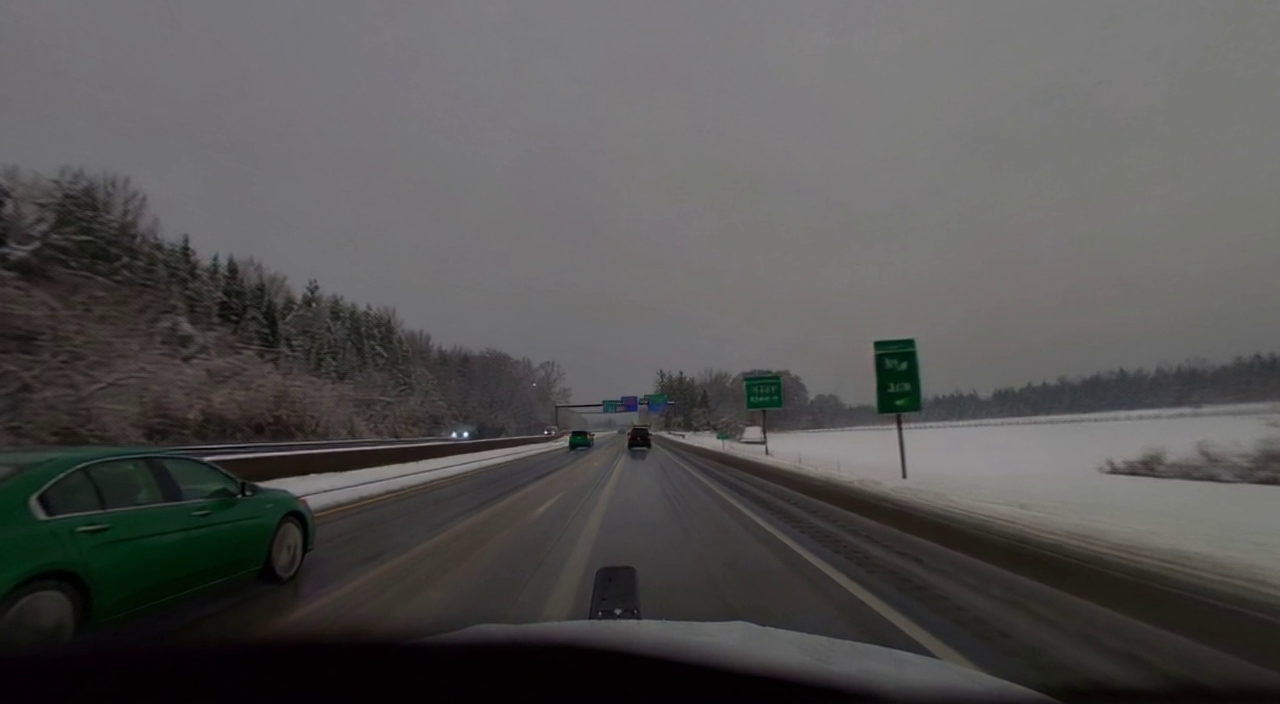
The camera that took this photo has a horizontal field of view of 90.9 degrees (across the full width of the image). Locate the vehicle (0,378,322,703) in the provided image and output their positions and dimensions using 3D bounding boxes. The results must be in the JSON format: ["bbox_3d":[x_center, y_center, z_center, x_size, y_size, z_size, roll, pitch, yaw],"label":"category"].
[{"bbox_3d":[-3.862,0.980,3.660,1.958,1.486,3.988,0,-8,0],"label":"vehicle"}]

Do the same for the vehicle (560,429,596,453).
[{"bbox_3d":[-4.291,6.190,43.987,2.055,1.610,4.116,0,-8,1],"label":"vehicle"}]

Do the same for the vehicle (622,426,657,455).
[{"bbox_3d":[-0.051,5.766,41.131,2.170,1.790,4.490,0,-8,-1],"label":"vehicle"}]
